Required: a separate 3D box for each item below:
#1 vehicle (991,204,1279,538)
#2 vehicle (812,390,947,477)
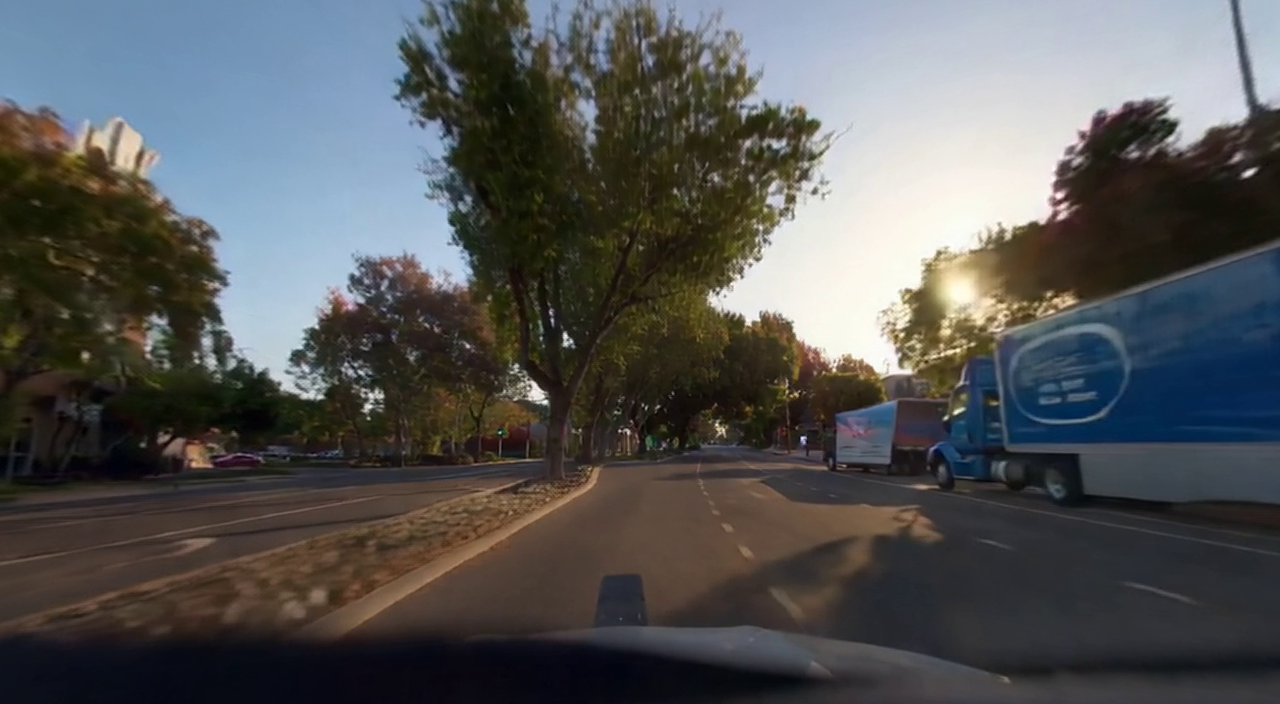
[{"bbox_3d":[10.002,0.010,6.738,2.907,4.439,17.681,0,-8,2],"label":"vehicle"},{"bbox_3d":[11.154,4.069,30.999,2.946,3.506,10.682,-1,-8,3],"label":"vehicle"}]
